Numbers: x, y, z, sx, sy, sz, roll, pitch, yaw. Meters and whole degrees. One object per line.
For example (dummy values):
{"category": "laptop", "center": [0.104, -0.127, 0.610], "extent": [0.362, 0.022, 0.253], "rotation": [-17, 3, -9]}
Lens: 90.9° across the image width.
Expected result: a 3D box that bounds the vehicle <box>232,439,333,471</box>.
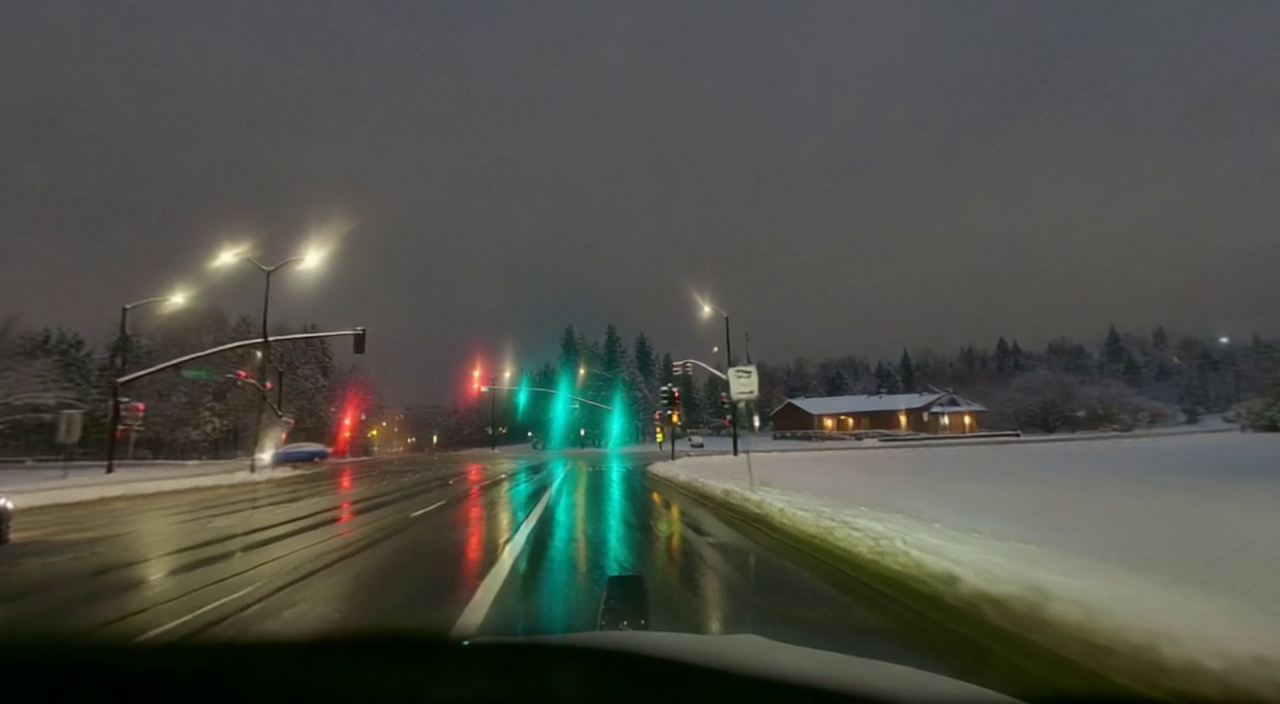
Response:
{"category": "vehicle", "center": [-18.617, 5.347, 33.058], "extent": [1.837, 1.530, 4.570], "rotation": [-3, -9, 15]}
